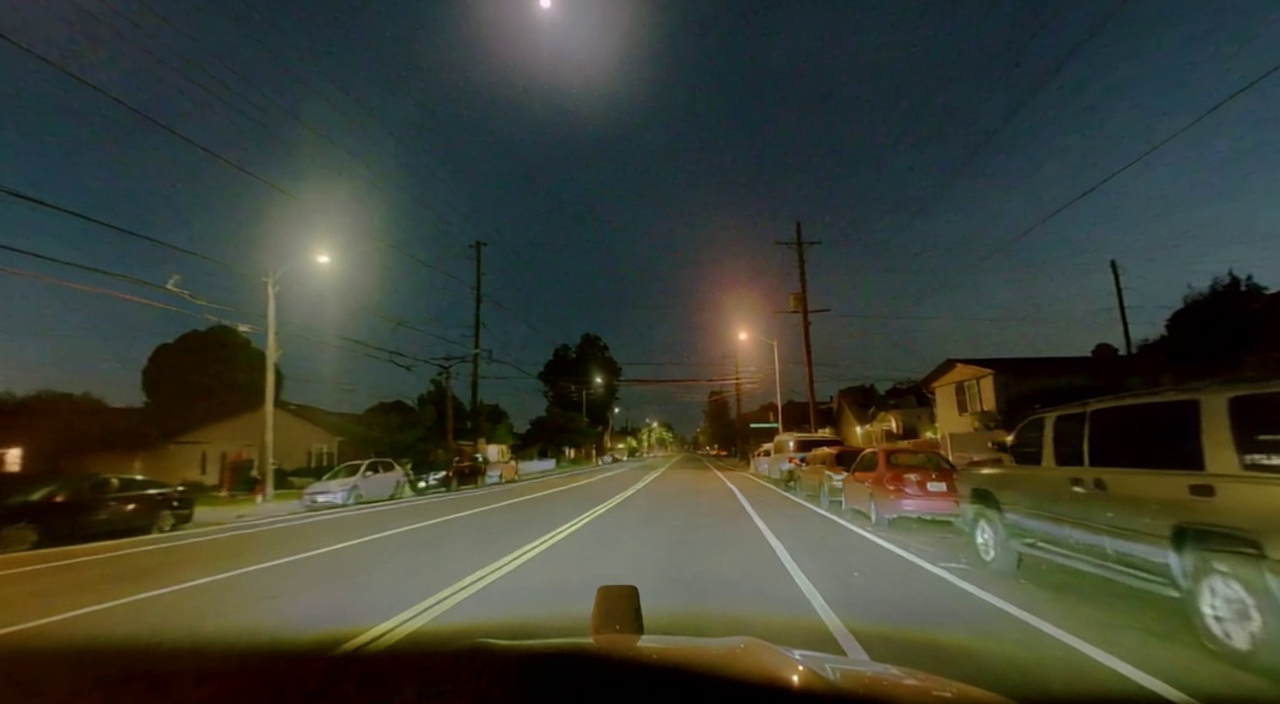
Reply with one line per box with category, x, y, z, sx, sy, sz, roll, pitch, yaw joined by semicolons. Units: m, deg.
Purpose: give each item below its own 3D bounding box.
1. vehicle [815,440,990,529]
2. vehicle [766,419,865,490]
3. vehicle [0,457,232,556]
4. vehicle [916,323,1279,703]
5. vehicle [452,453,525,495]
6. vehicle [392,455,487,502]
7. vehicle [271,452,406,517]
vehicle;5.163;2.619;13.325;1.927;1.483;5.100;-1;-8;5
vehicle;6.001;3.598;22.459;2.330;2.160;5.550;-1;-8;5
vehicle;-10.803;2.898;12.203;2.136;1.431;5.197;-7;-9;5
vehicle;4.227;1.089;4.785;2.199;1.885;5.461;-1;-8;5
vehicle;-8.246;6.681;35.086;2.282;2.060;5.738;-1;-8;4
vehicle;-9.039;5.731;29.111;2.089;1.837;5.499;-1;-8;5
vehicle;-9.771;4.282;20.958;1.937;1.837;4.414;-1;-8;6
